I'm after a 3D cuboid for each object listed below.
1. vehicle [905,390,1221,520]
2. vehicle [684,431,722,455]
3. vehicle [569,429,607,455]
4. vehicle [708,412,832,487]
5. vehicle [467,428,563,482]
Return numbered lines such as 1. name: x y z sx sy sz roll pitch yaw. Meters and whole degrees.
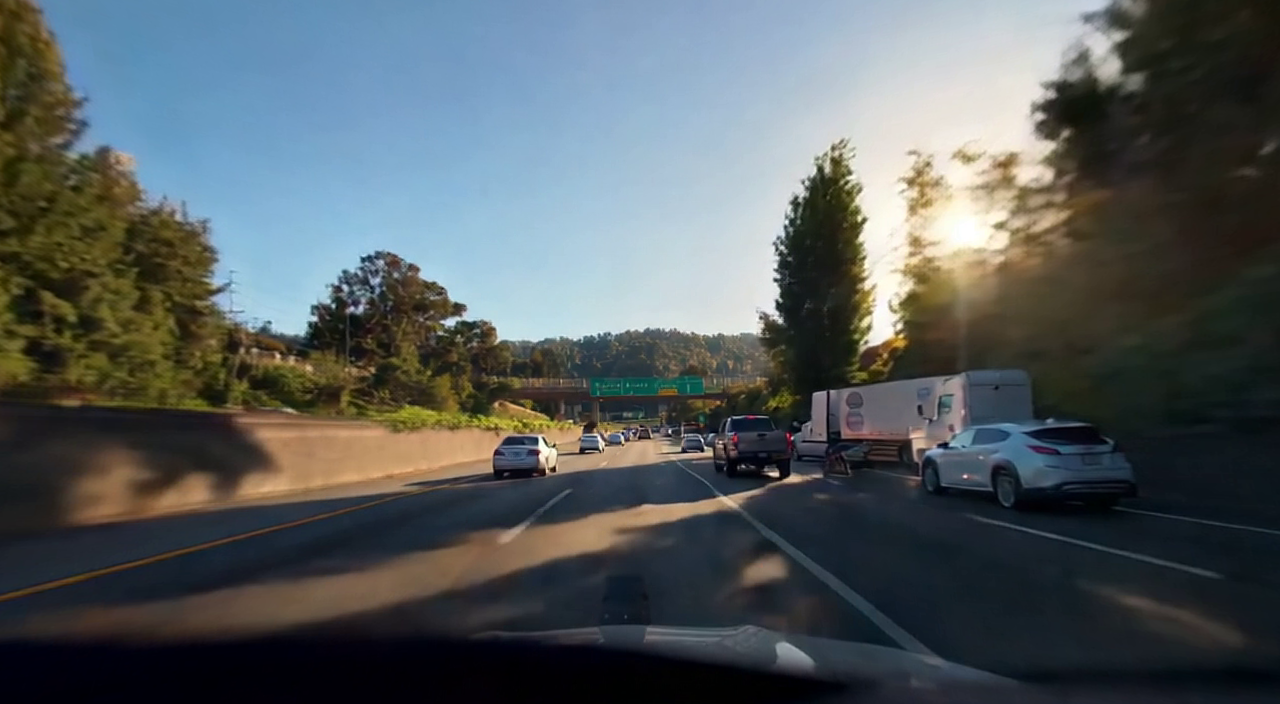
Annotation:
1. vehicle: 7.618 1.958 12.458 2.291 1.968 5.662 0 -8 0
2. vehicle: 4.036 5.921 40.926 1.953 1.480 4.053 0 -8 -1
3. vehicle: -3.361 5.877 41.240 2.020 1.628 4.248 0 -8 1
4. vehicle: 3.690 2.949 19.293 2.517 1.935 5.552 0 -8 -1
5. vehicle: -3.646 3.082 19.171 1.978 1.473 4.073 0 -8 1
